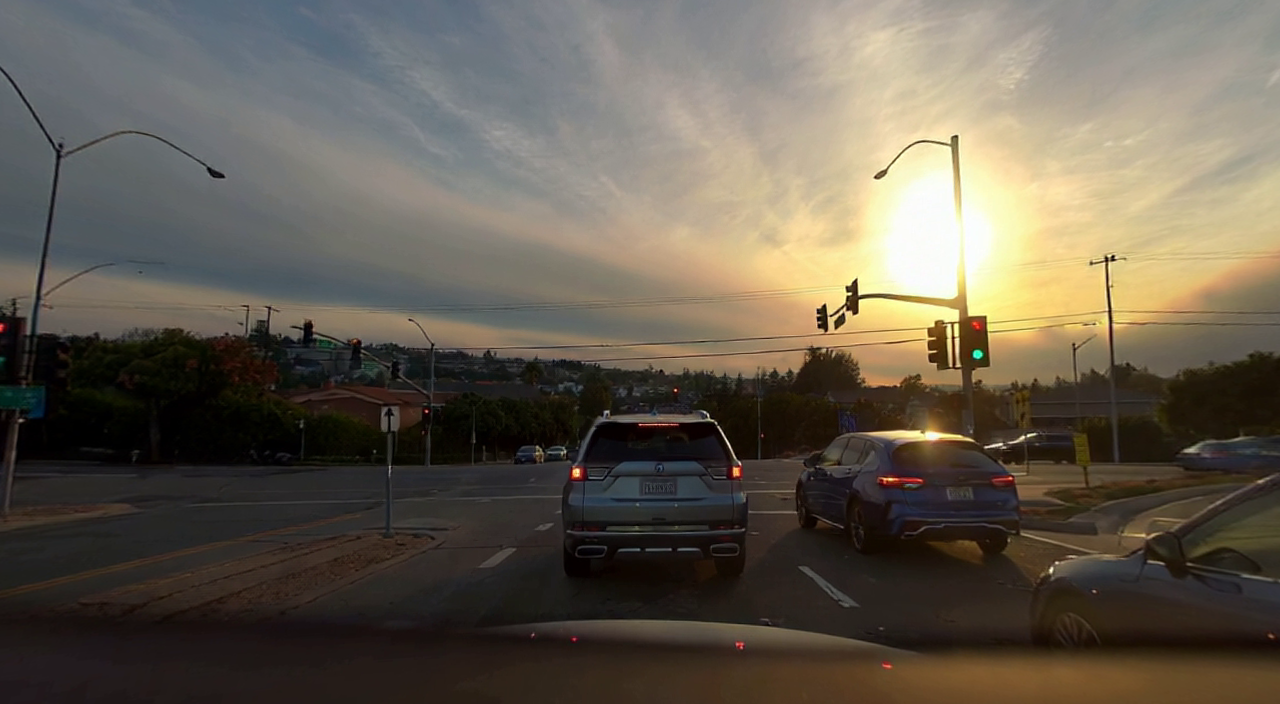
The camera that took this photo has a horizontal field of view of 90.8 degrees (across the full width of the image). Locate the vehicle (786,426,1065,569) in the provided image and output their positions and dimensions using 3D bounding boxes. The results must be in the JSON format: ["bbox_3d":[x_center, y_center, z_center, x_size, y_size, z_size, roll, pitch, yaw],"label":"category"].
[{"bbox_3d":[3.526,1.861,8.867,1.861,1.495,4.215,0,-8,-1],"label":"vehicle"}]

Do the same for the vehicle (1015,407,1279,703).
[{"bbox_3d":[3.157,0.820,1.428,1.924,1.466,4.461,0,-8,1],"label":"vehicle"}]

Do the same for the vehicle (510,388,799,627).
[{"bbox_3d":[0.103,1.497,7.070,2.170,1.793,4.468,0,-8,0],"label":"vehicle"}]
